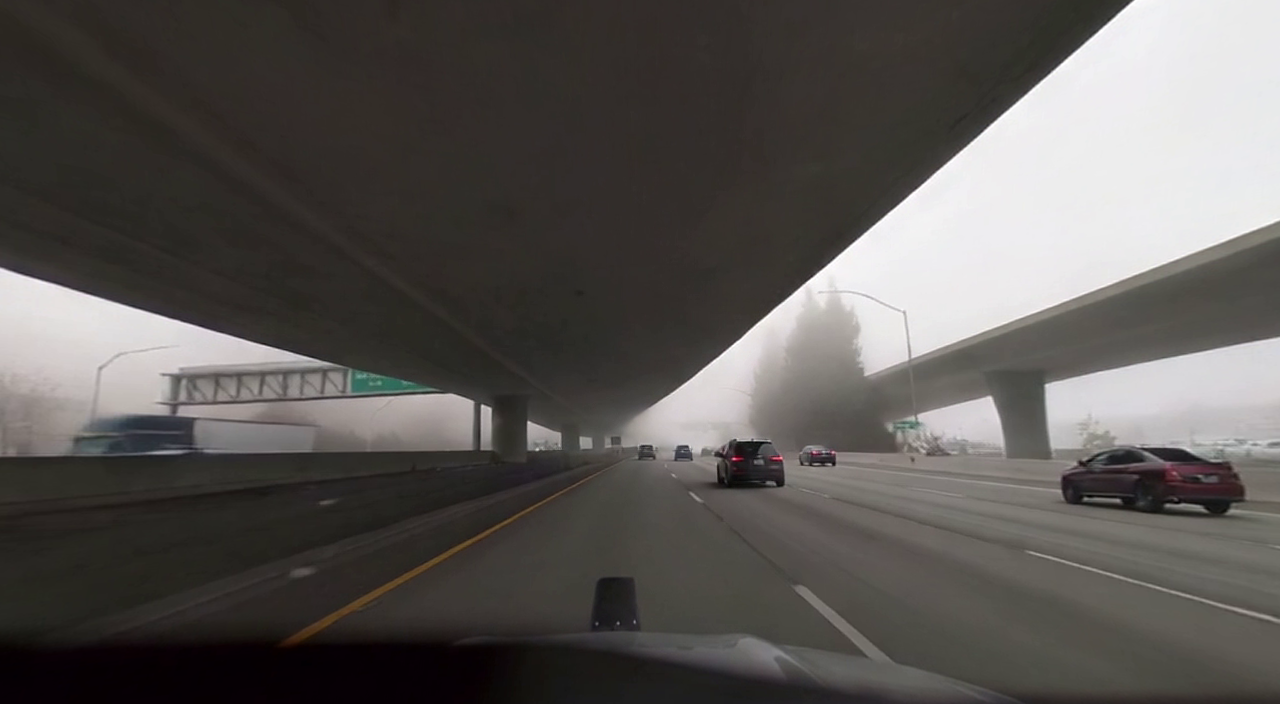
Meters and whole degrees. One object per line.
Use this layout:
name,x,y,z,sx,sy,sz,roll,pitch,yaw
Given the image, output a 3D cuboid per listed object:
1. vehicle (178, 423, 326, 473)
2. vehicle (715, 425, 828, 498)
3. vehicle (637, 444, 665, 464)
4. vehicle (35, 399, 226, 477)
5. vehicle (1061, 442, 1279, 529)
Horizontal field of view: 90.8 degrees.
vehicle,-29.583,7.512,49.428,2.895,3.316,13.545,-1,-9,1
vehicle,3.585,3.113,18.303,2.226,1.779,4.835,0,-9,0
vehicle,0.893,7.831,48.750,2.046,1.475,3.784,-1,-9,2
vehicle,-29.779,5.229,37.859,3.065,4.038,9.768,-1,-9,1
vehicle,11.065,2.597,12.923,1.827,1.448,4.370,0,-9,-1
